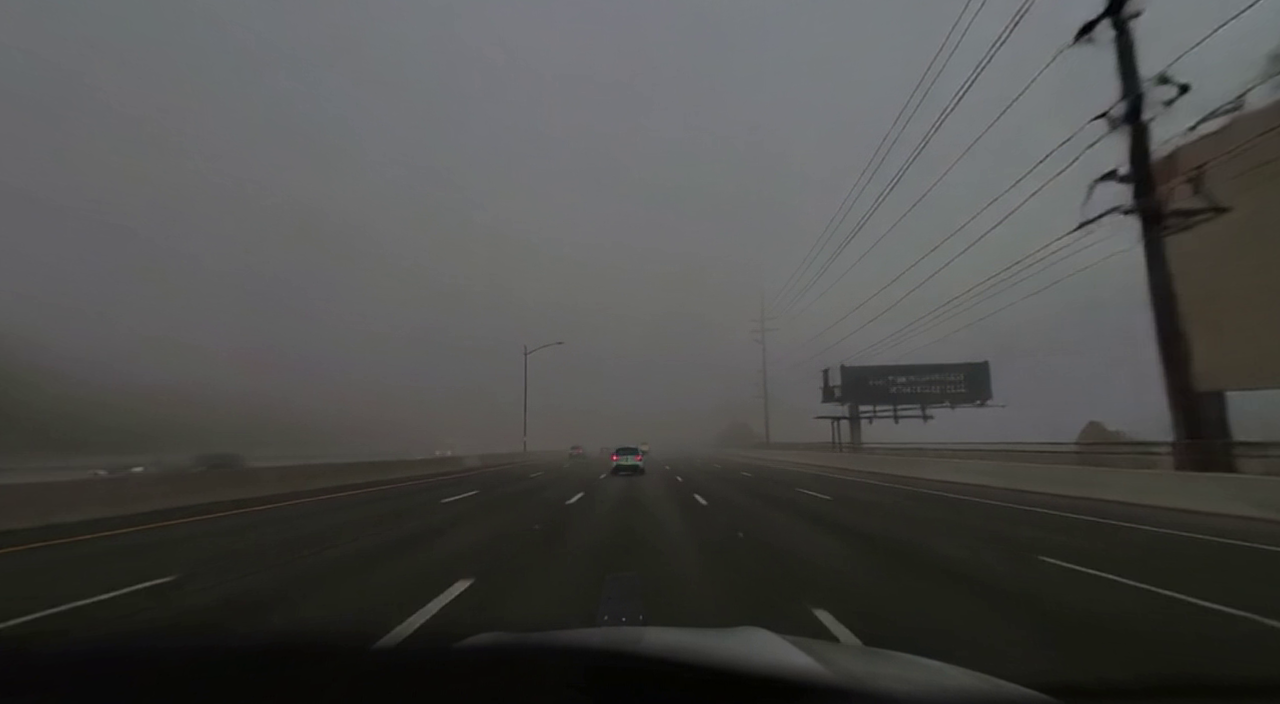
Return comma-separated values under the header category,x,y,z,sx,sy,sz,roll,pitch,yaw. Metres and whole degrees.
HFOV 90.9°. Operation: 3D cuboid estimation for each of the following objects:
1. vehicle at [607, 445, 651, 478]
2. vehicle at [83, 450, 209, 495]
category,x,y,z,sx,sy,sz,roll,pitch,yaw
vehicle,-0.442,5.131,29.849,1.891,1.444,3.968,0,-9,2
vehicle,-16.466,4.006,21.238,1.512,1.346,3.310,0,-9,1
